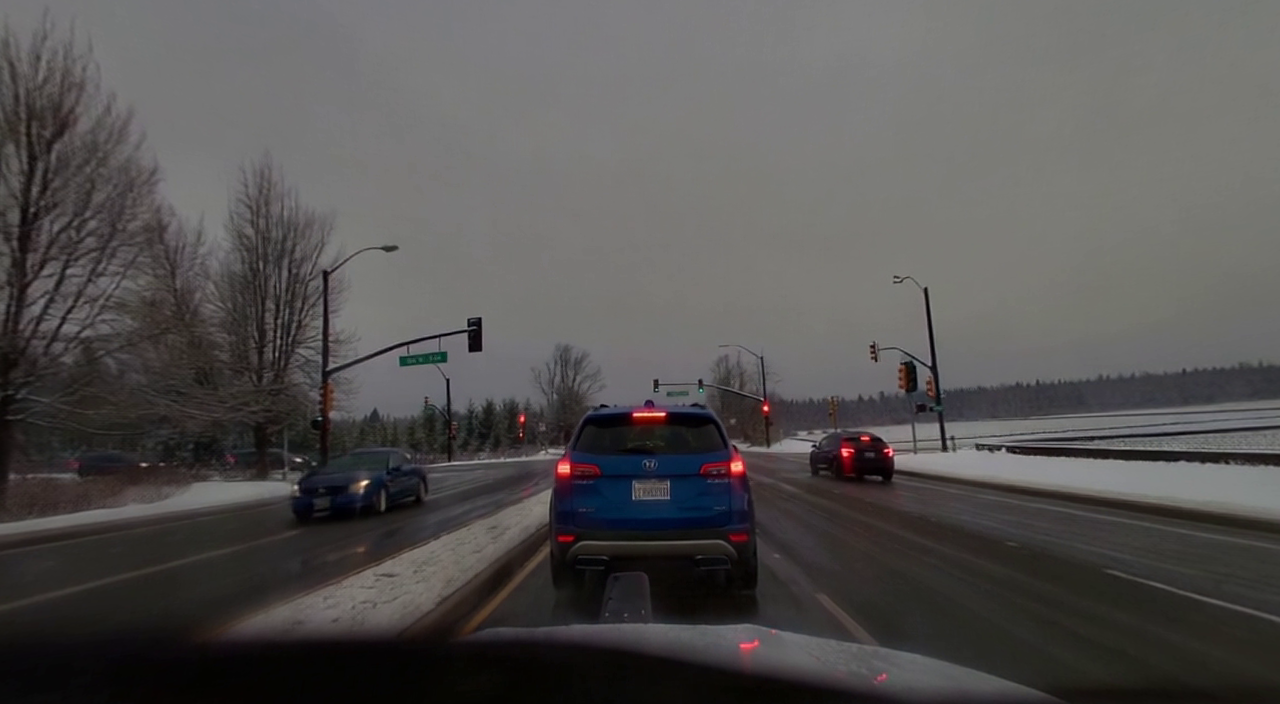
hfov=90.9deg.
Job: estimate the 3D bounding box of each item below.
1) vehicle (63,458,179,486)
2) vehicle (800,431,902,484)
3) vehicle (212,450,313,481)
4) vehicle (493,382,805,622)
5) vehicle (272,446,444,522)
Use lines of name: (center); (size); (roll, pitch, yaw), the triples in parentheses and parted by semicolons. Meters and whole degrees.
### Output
vehicle: (-29.315, 6.788, 35.734); (4.559, 1.458, 2.265); (0, -8, 2)
vehicle: (7.121, 3.603, 21.825); (2.012, 1.636, 4.352); (0, -8, 0)
vehicle: (-21.414, 6.407, 35.838); (4.608, 1.680, 2.026); (-2, -8, 10)
vehicle: (0.056, 1.409, 6.816); (2.298, 1.770, 4.138); (0, -8, 0)
vehicle: (-6.391, 3.001, 15.057); (2.425, 1.480, 4.707); (1, -8, -7)
